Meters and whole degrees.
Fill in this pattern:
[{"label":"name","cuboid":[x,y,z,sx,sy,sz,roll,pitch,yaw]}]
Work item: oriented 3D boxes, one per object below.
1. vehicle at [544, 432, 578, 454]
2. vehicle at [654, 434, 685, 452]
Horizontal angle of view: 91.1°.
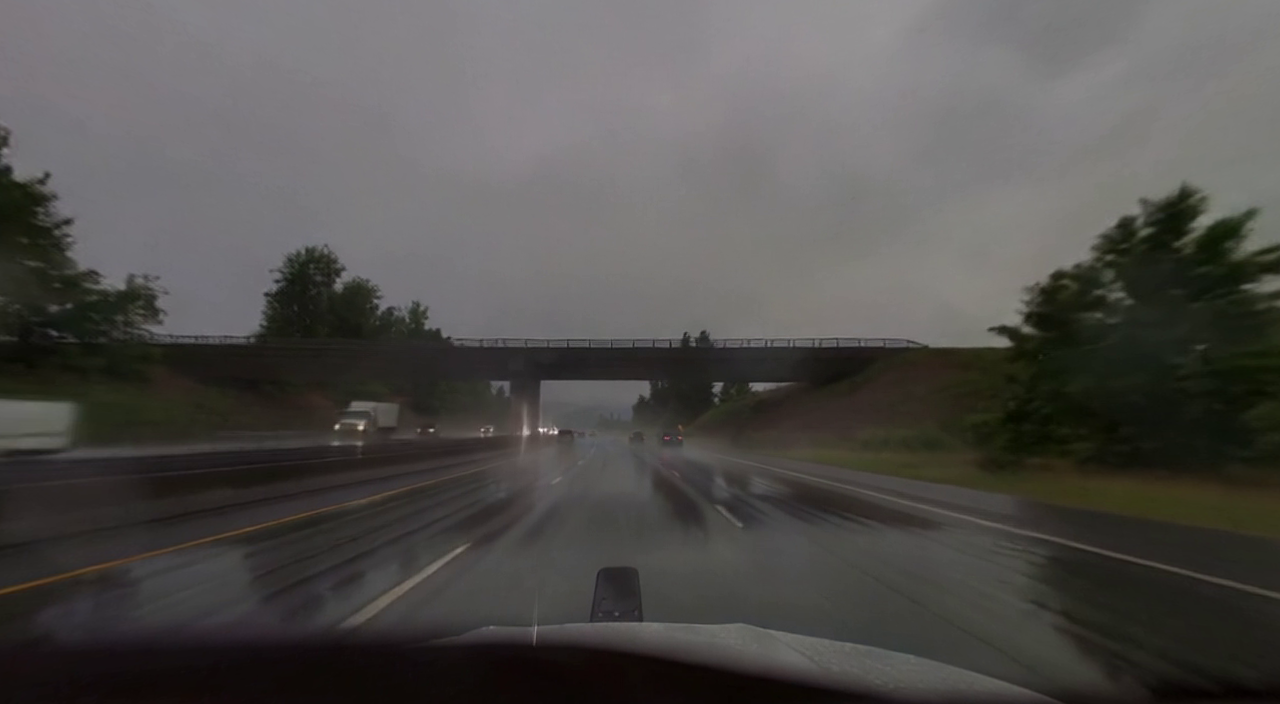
[{"label":"vehicle","cuboid":[-5.338,6.187,42.890,1.966,1.460,3.519,0,-8,-2]},{"label":"vehicle","cuboid":[2.274,7.070,49.192,1.999,1.329,3.913,1,-8,-3]}]
